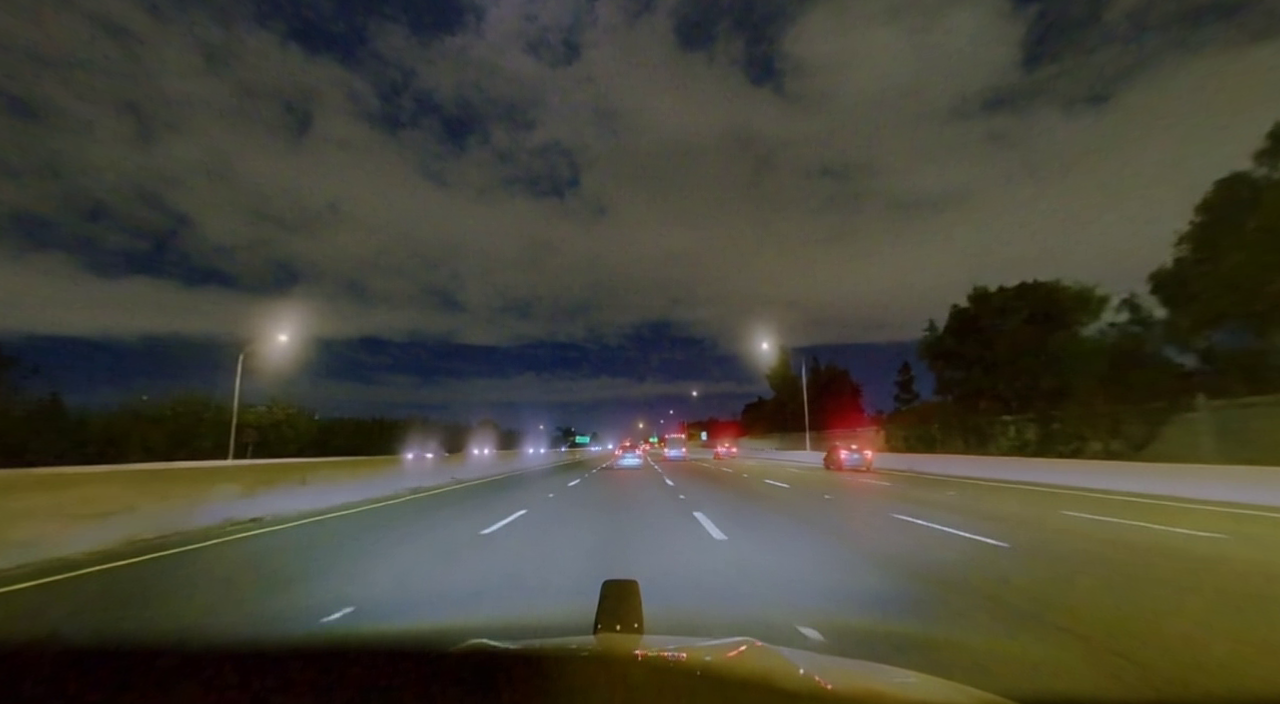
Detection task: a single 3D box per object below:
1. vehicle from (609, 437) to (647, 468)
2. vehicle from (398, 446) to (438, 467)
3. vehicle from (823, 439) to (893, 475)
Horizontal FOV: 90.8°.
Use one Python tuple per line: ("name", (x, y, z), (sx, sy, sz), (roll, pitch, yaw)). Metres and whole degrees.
("vehicle", (-0.726, 6.066, 38.168), (2.121, 1.739, 4.087), (0, -8, -1))
("vehicle", (-14.915, 7.027, 42.652), (1.486, 1.365, 3.227), (0, -8, 1))
("vehicle", (11.099, 5.355, 32.462), (1.912, 1.673, 4.438), (0, -8, -1))
